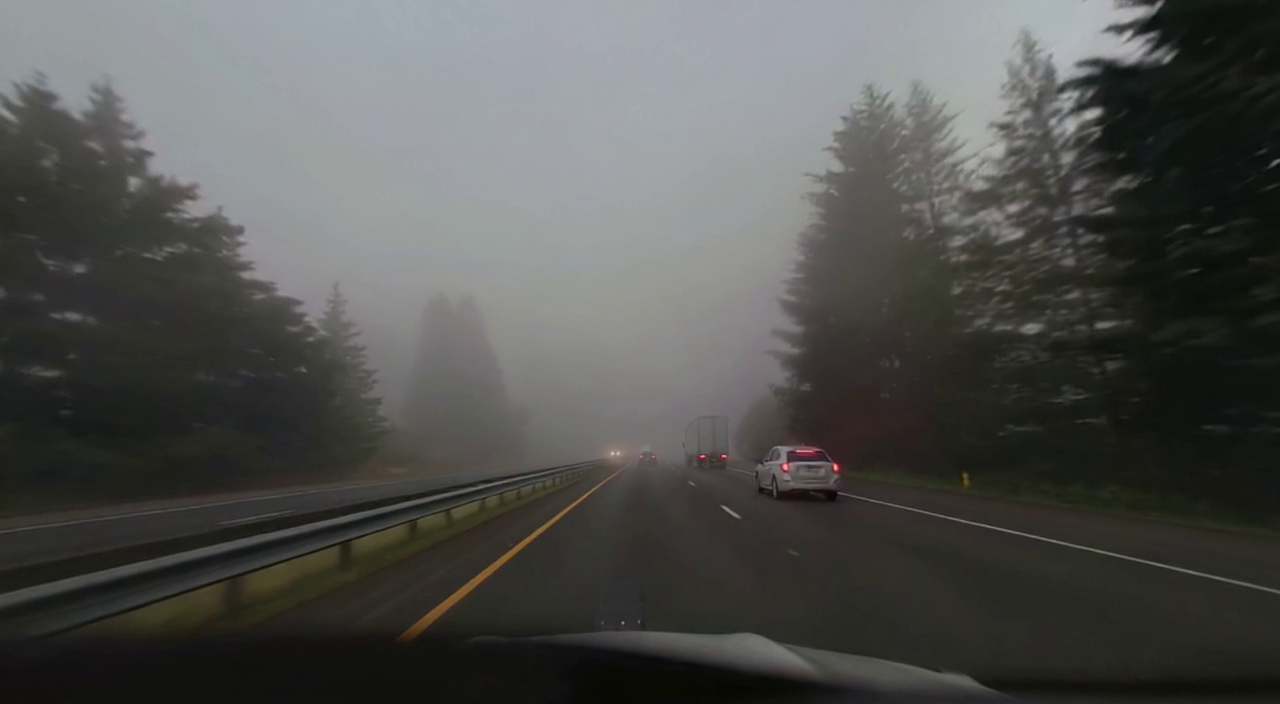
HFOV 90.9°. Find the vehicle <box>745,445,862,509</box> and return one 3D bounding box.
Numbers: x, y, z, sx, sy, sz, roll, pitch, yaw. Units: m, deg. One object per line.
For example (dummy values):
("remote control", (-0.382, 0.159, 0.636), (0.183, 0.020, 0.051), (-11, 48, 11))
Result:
("vehicle", (4.080, 3.167, 16.437), (1.893, 1.442, 4.039), (0, -9, -1))
